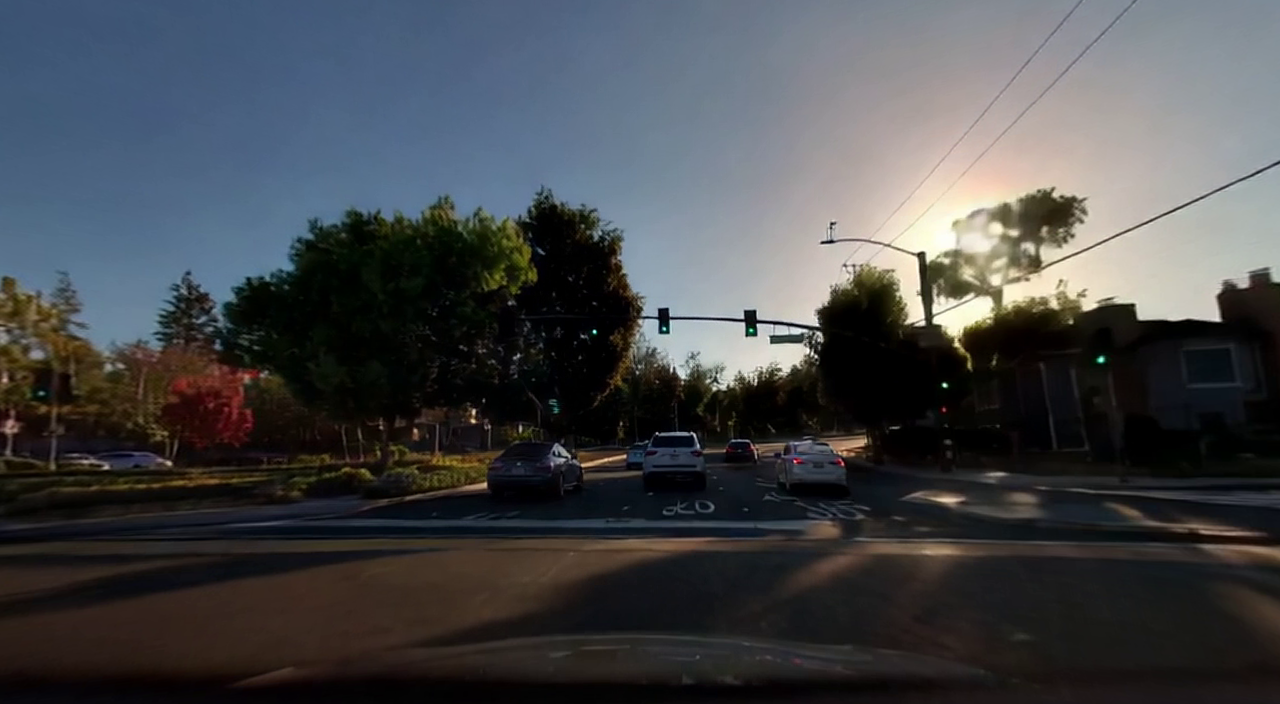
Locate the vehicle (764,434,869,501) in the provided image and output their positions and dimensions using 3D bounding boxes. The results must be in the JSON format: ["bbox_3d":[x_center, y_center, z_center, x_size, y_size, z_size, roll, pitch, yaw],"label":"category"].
[{"bbox_3d":[4.423,2.940,16.364,1.859,1.540,3.454,-1,-9,3],"label":"vehicle"}]

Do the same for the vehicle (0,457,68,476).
[{"bbox_3d":[-47.336,8.918,49.212,3.648,1.387,1.853,-1,-9,7],"label":"vehicle"}]

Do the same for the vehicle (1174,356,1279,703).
[{"bbox_3d":[3.481,0.541,0.445,2.106,1.636,4.655,0,-9,0],"label":"vehicle"}]

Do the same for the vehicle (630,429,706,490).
[{"bbox_3d":[1.031,3.501,20.847,2.250,1.768,4.574,-1,-9,5],"label":"vehicle"}]

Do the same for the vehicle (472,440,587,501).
[{"bbox_3d":[-2.901,3.235,17.709,2.006,1.464,4.586,-1,-9,5],"label":"vehicle"}]

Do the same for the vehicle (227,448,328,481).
[{"bbox_3d":[-17.381,5.385,30.546,1.869,1.449,4.417,-1,-9,7],"label":"vehicle"}]

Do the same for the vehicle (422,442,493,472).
[{"bbox_3d":[-9.898,5.725,34.605,2.009,1.527,4.534,-2,-9,9],"label":"vehicle"}]
